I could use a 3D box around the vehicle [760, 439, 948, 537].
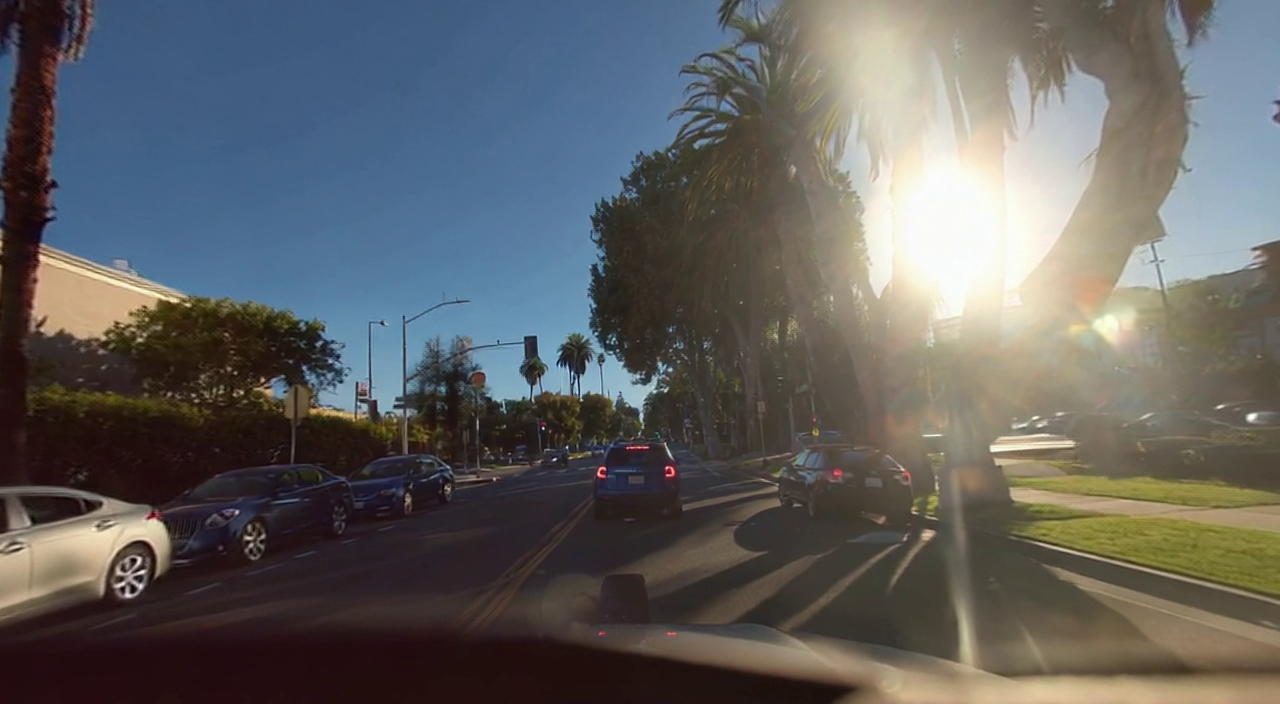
[{"bbox_3d":[3.569,2.325,11.503,1.821,1.417,4.454,0,-8,-1],"label":"vehicle"}]

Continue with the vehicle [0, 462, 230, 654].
[{"bbox_3d":[-6.172,1.809,5.704,1.850,1.482,4.454,0,-8,1],"label":"vehicle"}]

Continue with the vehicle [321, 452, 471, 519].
[{"bbox_3d":[-6.362,3.498,17.143,2.105,1.469,4.693,0,-8,1],"label":"vehicle"}]

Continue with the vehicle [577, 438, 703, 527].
[{"bbox_3d":[-0.013,2.449,12.449,2.060,1.452,4.078,0,-8,0],"label":"vehicle"}]

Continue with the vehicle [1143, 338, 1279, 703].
[{"bbox_3d":[3.598,0.554,0.543,2.099,1.786,5.198,0,-8,1],"label":"vehicle"}]
